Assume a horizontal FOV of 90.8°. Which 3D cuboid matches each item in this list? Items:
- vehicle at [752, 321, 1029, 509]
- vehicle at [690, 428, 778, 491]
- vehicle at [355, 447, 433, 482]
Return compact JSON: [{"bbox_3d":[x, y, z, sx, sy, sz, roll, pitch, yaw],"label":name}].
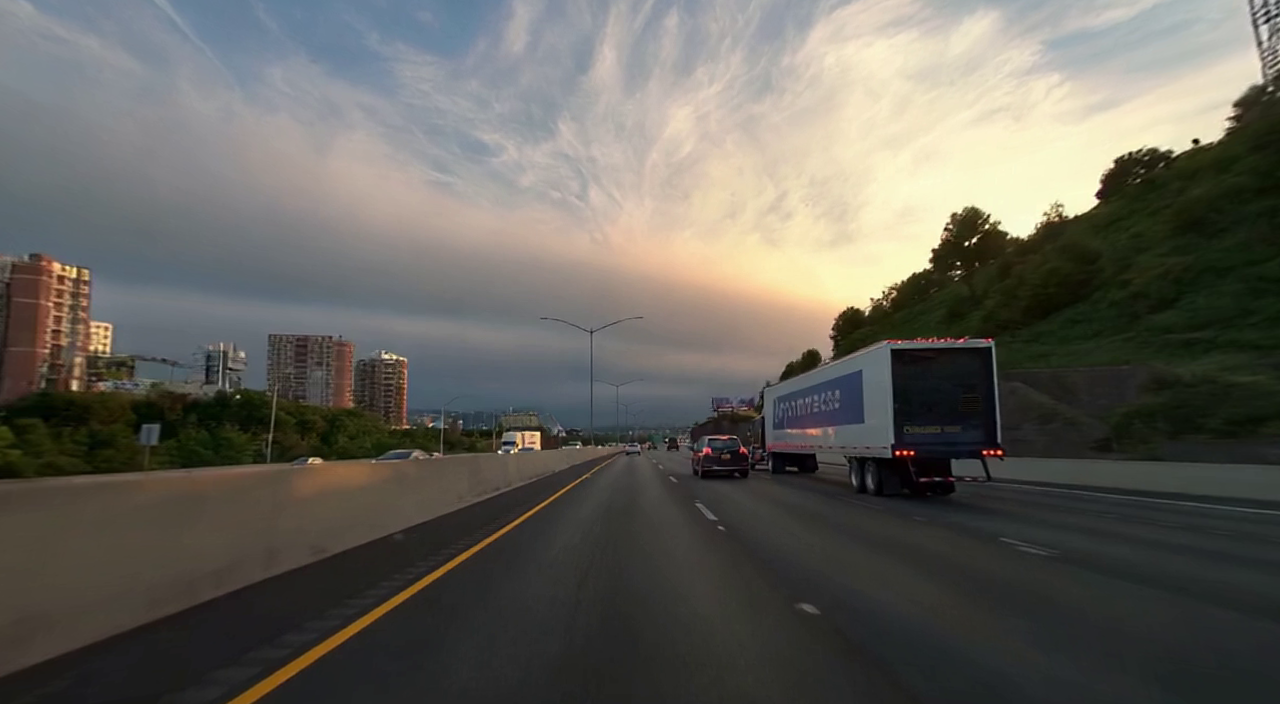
[{"bbox_3d":[6.683,2.408,21.007,2.864,4.060,14.637,0,-9,-2],"label":"vehicle"},{"bbox_3d":[2.778,3.321,19.768,1.973,1.710,4.476,0,-9,-1],"label":"vehicle"},{"bbox_3d":[-11.214,5.128,29.153,1.904,1.438,4.257,0,-9,-1],"label":"vehicle"}]
